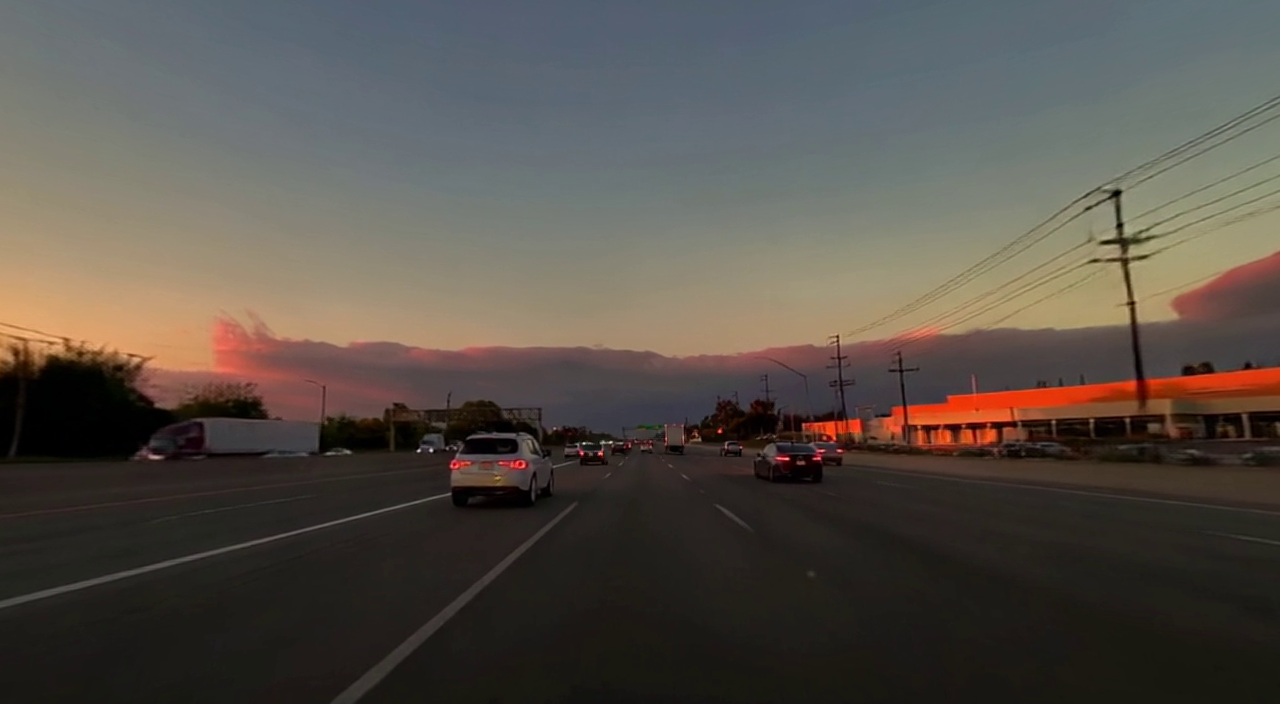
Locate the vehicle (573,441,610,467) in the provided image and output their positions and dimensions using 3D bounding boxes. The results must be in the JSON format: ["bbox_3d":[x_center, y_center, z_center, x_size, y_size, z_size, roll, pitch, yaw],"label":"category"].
[{"bbox_3d":[-2.941,6.352,39.230,1.929,1.521,4.097,0,-9,1],"label":"vehicle"}]

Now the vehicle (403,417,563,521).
[{"bbox_3d":[-3.040,2.397,13.379,2.130,1.799,4.583,0,-9,1],"label":"vehicle"}]

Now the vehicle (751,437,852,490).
[{"bbox_3d":[5.016,3.518,20.225,1.980,1.501,4.433,0,-9,-1],"label":"vehicle"}]

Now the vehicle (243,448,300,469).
[{"bbox_3d":[-27.219,7.858,46.602,1.709,1.503,3.892,0,-9,3],"label":"vehicle"}]

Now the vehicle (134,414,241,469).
[{"bbox_3d":[-33.901,6.737,47.485,3.197,3.832,6.015,0,-9,2],"label":"vehicle"}]
